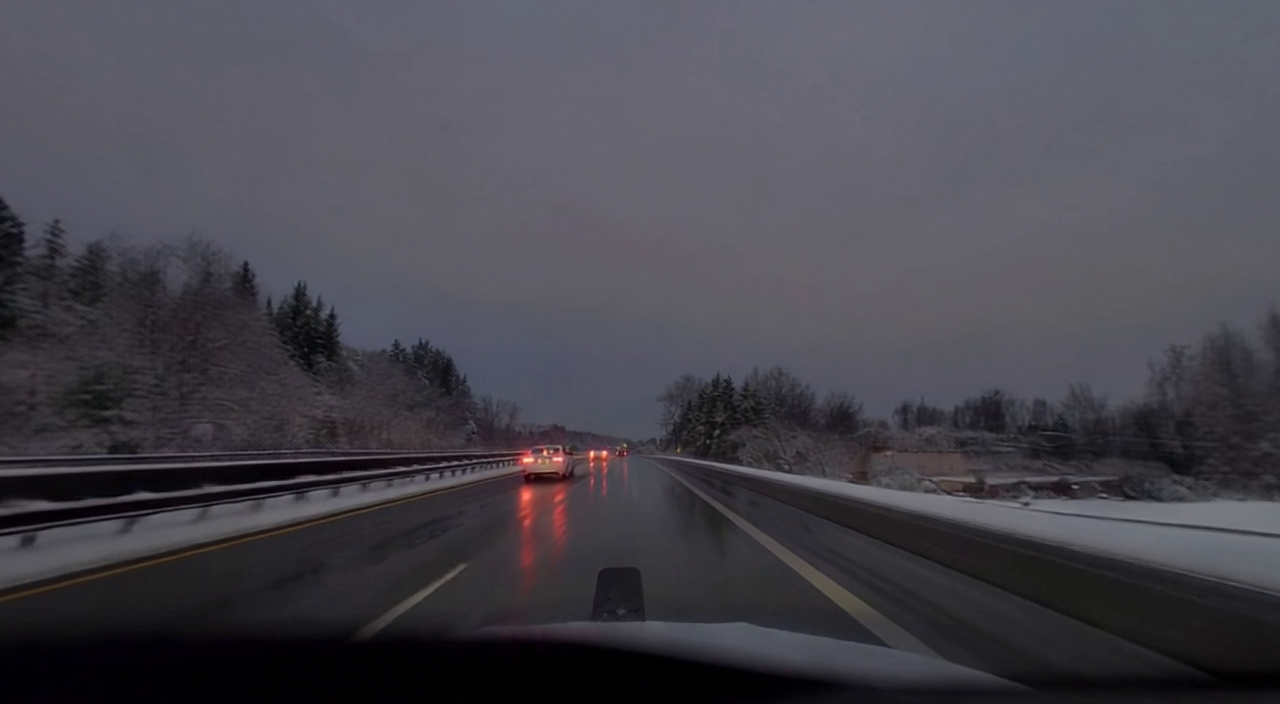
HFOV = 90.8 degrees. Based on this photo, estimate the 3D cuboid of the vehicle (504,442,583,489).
[{"bbox_3d":[-3.521,4.260,23.974,2.184,1.574,5.004,0,-9,0],"label":"vehicle"}]
